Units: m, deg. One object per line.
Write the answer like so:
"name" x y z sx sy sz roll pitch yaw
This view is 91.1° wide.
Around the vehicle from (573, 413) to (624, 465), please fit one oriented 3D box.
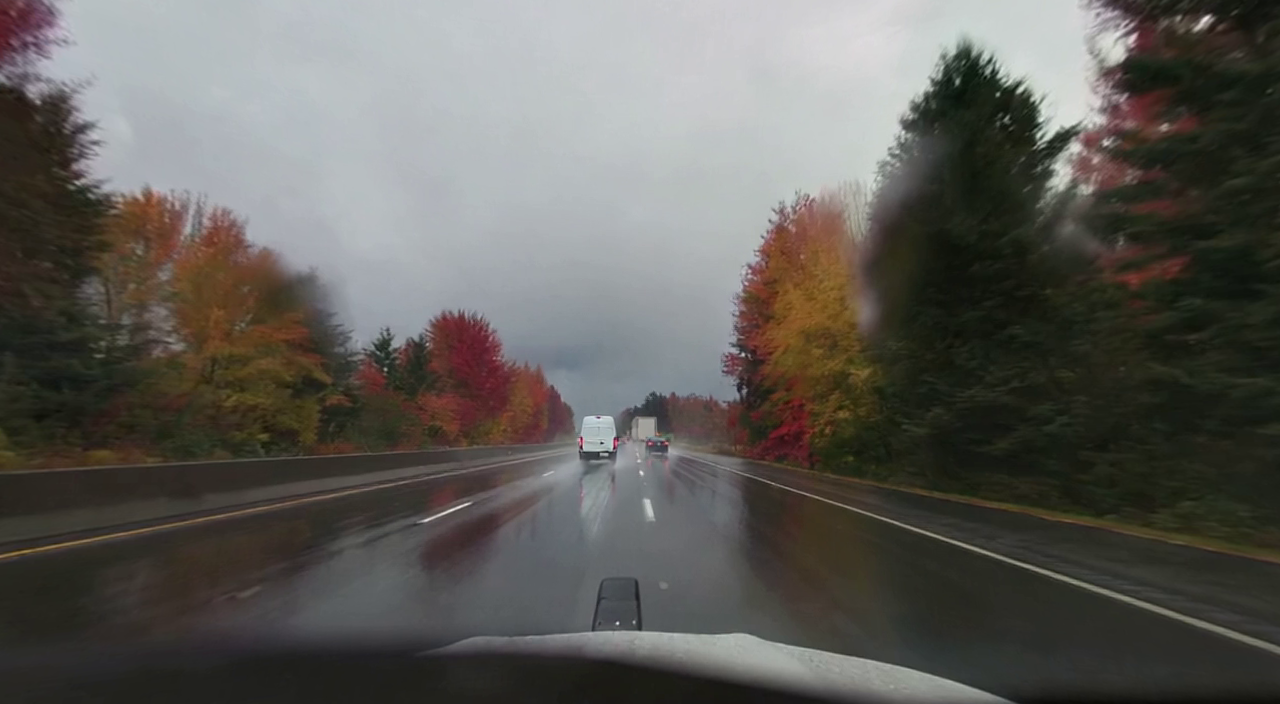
"vehicle" -2.164 4.764 34.587 2.389 2.637 5.437 0 -8 1
